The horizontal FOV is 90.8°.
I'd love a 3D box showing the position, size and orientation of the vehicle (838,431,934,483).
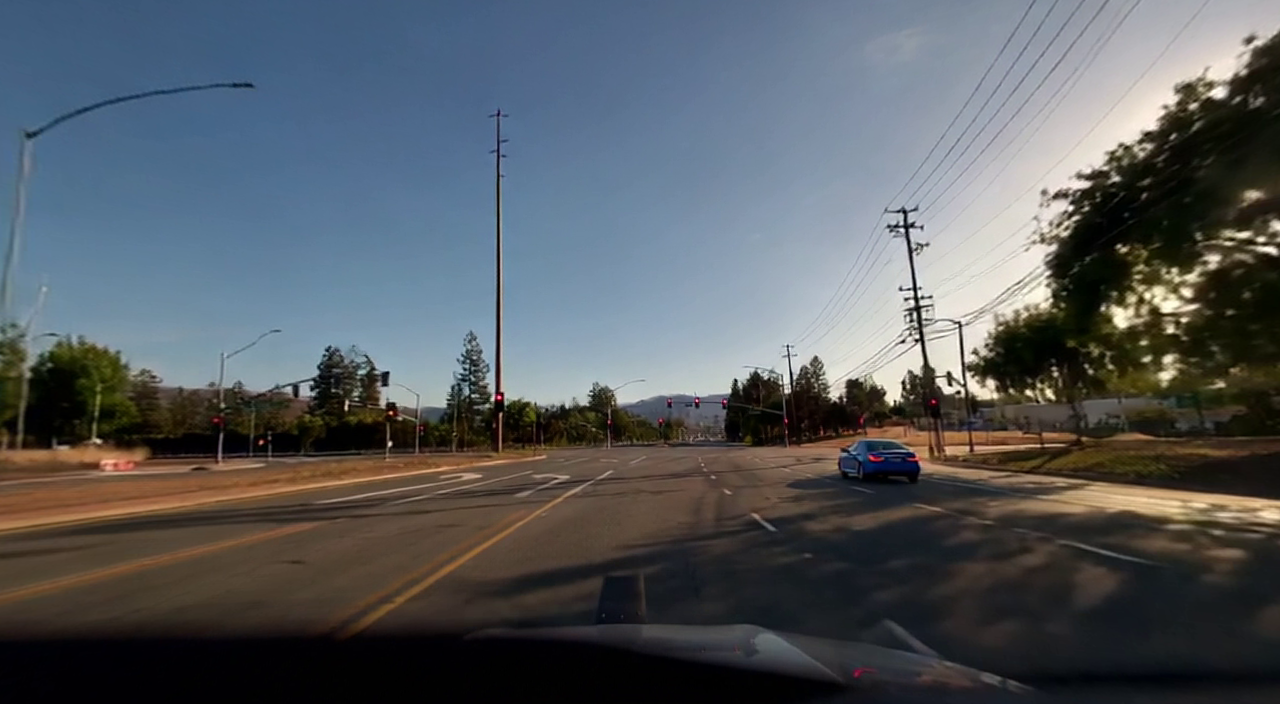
[{"bbox_3d":[8.049,3.463,21.057,1.797,1.544,3.685,-1,-9,2],"label":"vehicle"}]
